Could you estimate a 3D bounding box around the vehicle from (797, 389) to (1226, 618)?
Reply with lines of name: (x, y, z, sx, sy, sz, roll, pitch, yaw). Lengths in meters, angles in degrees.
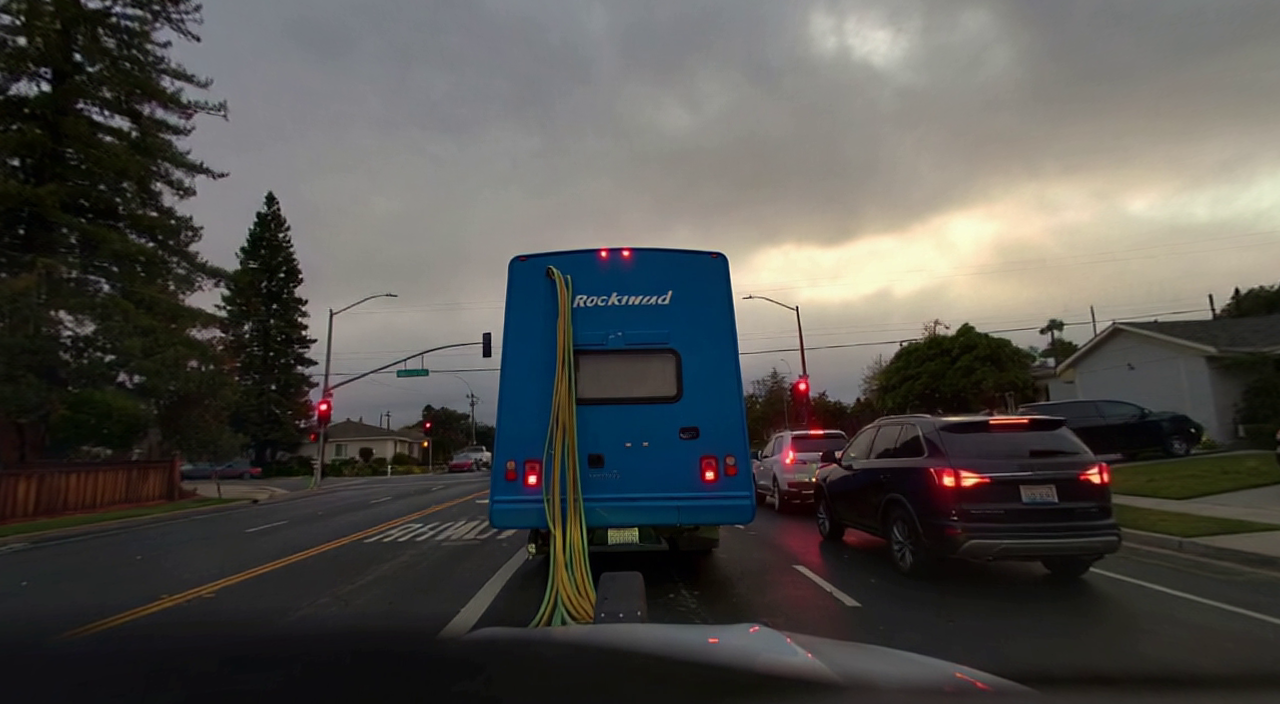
vehicle: (3.415, 1.491, 7.131, 2.104, 1.735, 4.408, 0, -9, 0)

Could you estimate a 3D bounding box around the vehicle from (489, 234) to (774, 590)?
vehicle: (-0.087, 1.129, 10.326, 2.709, 3.511, 8.213, 0, -9, 0)

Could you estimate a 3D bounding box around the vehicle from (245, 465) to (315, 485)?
vehicle: (-27.386, 9.359, 48.151, 4.187, 1.445, 1.809, 0, -9, 0)

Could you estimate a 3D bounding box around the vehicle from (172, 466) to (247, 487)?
vehicle: (-32.628, 9.409, 47.969, 4.311, 1.458, 1.707, 0, -9, -3)
